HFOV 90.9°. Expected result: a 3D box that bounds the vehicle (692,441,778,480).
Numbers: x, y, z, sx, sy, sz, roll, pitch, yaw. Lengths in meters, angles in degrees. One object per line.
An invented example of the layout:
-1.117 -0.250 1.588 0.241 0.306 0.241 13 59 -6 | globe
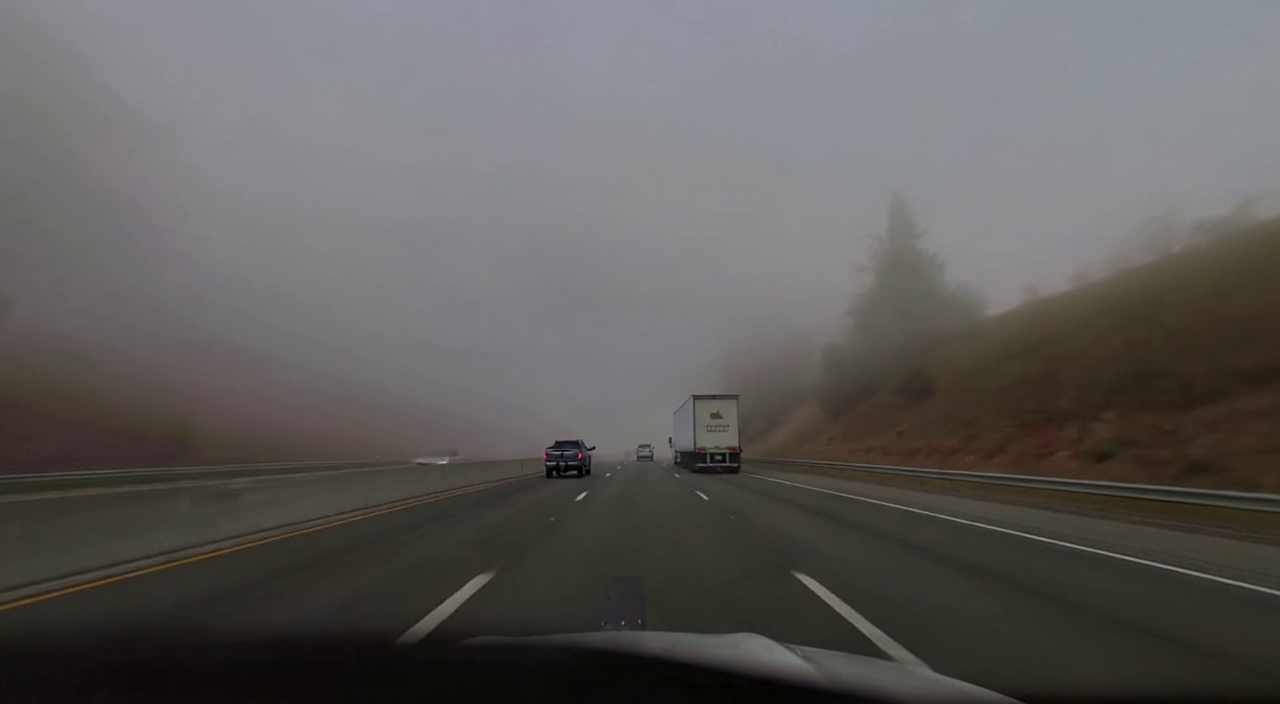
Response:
4.232 5.154 30.332 2.654 1.574 9.537 0 -9 0 | vehicle

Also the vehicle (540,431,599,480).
-3.148 4.765 29.099 2.142 2.044 4.446 0 -9 1 | vehicle

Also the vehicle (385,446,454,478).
-10.932 5.464 31.506 1.879 1.437 4.183 0 -9 1 | vehicle

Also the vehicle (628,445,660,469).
0.258 7.106 42.698 2.086 1.497 3.681 0 -9 0 | vehicle

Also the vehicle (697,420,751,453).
4.108 4.257 31.465 1.968 1.547 4.215 0 -9 -2 | vehicle
